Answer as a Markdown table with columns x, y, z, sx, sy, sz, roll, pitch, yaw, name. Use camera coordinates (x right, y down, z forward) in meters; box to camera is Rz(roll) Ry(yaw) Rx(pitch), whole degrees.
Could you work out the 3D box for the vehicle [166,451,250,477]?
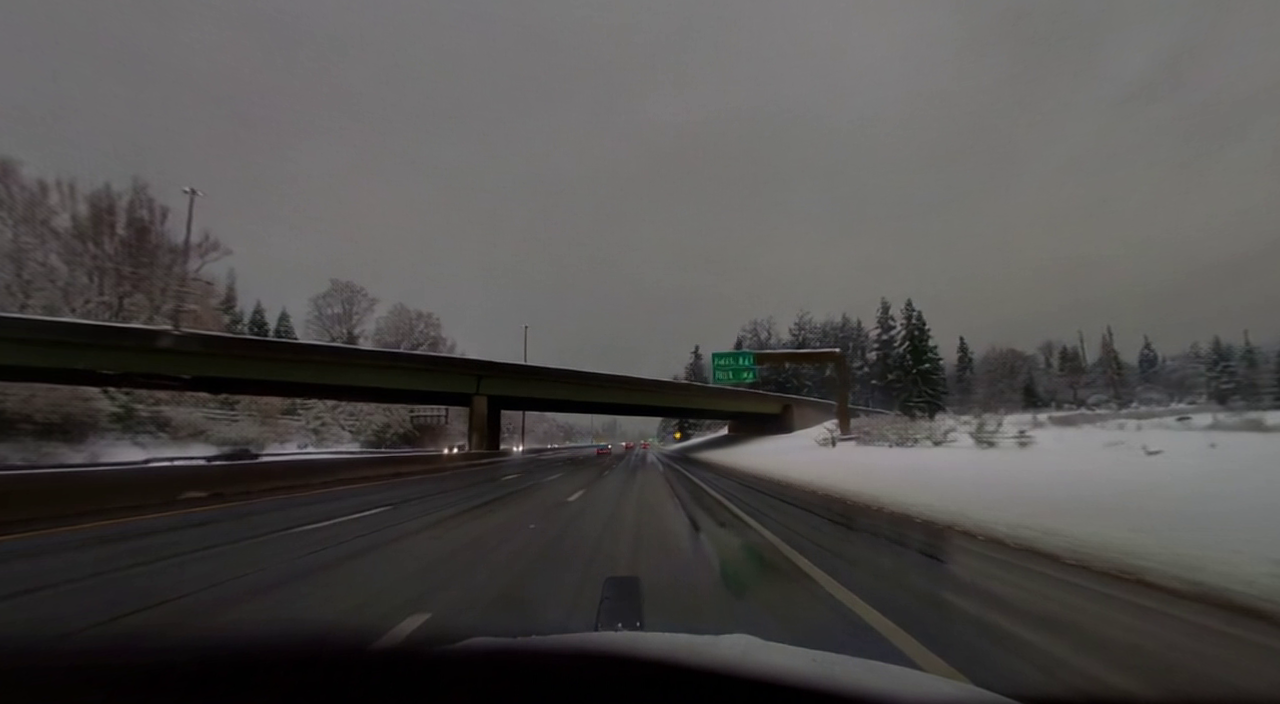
| x | y | z | sx | sy | sz | roll | pitch | yaw | name |
| --- | --- | --- | --- | --- | --- | --- | --- | --- | --- |
| -27.534 | 7.127 | 40.341 | 1.919 | 1.546 | 4.770 | 0 | -9 | 2 | vehicle |
